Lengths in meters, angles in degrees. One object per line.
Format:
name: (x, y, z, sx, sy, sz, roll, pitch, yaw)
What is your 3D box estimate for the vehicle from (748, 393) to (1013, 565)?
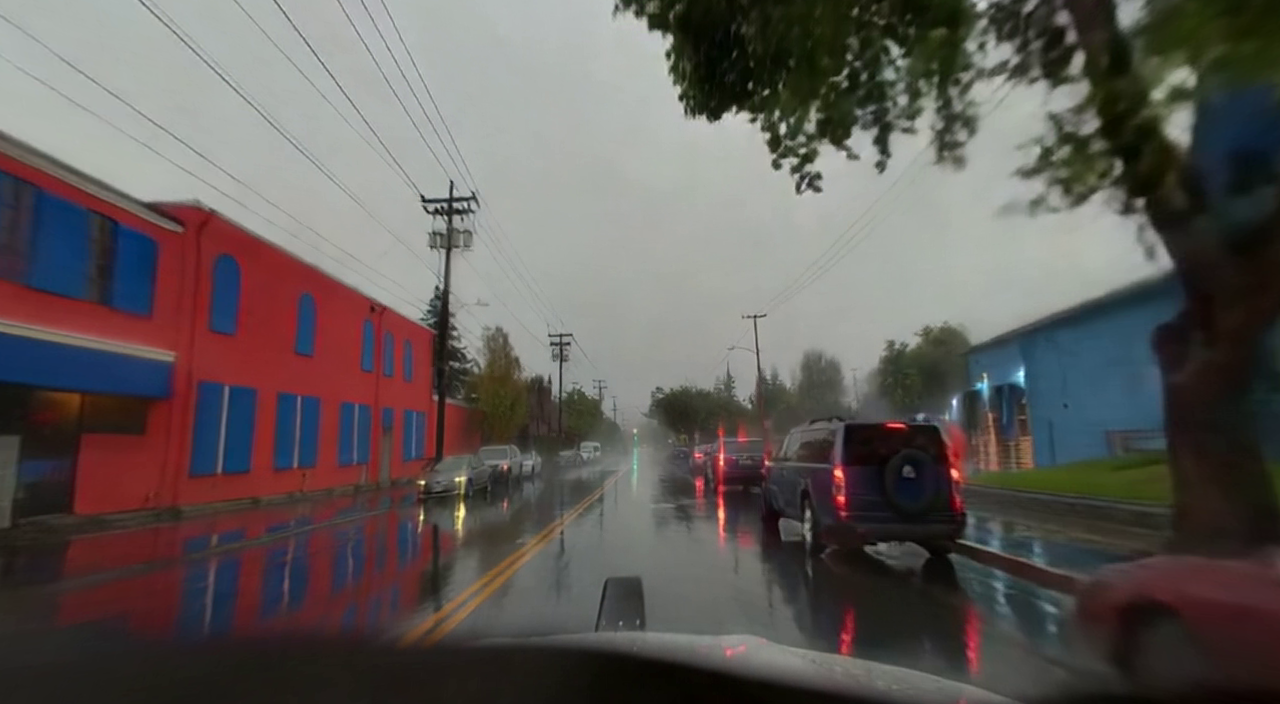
vehicle: (3.234, 1.863, 9.913, 2.263, 1.996, 4.870, 0, -9, 1)

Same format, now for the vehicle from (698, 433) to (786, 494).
vehicle: (3.350, 3.789, 21.789, 2.182, 1.824, 4.622, 0, -9, -1)

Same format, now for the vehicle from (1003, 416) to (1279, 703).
vehicle: (3.102, 0.828, 1.285, 1.966, 1.471, 4.552, 0, -9, -1)

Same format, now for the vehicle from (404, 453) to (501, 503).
vehicle: (-6.276, 4.255, 21.743, 1.844, 1.486, 4.474, -1, -9, 2)
